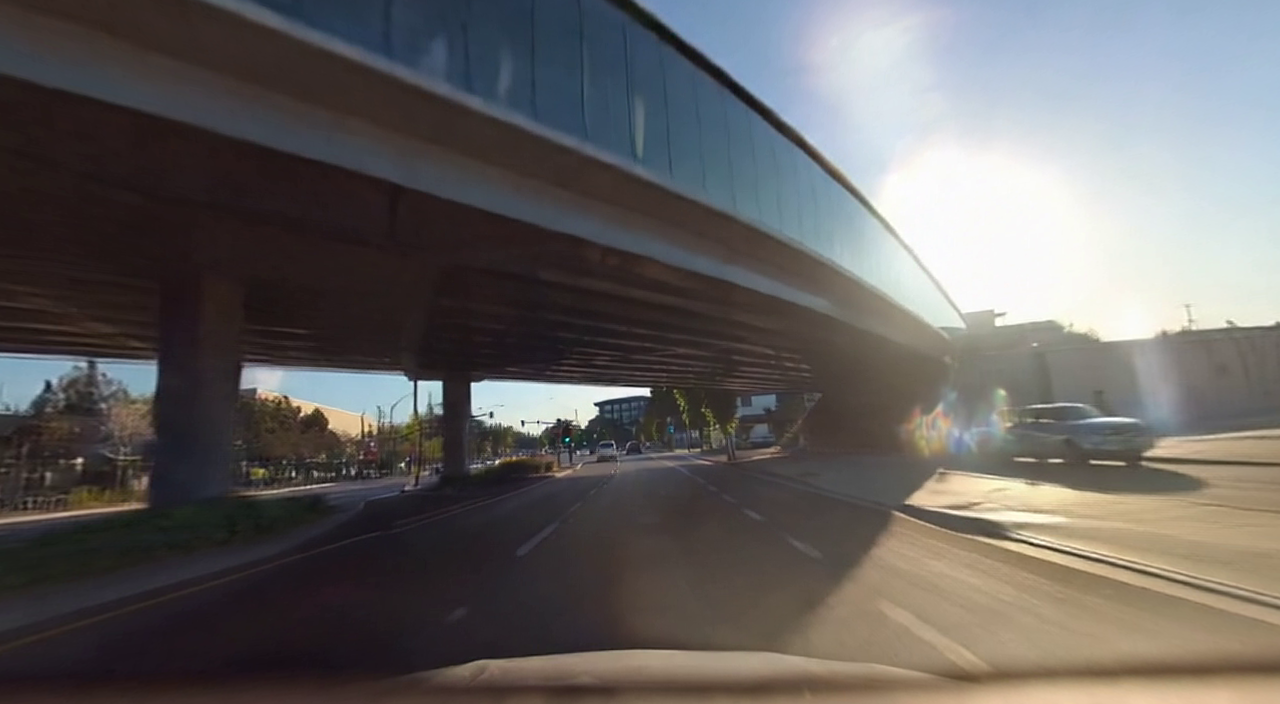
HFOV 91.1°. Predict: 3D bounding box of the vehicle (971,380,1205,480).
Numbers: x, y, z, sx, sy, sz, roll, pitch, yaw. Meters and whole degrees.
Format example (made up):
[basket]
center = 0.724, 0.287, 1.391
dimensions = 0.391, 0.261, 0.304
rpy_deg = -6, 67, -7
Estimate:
[vehicle]
center = 10.650, 1.982, 15.542
dimensions = 2.244, 1.866, 4.603
rpy_deg = -6, -9, 0
